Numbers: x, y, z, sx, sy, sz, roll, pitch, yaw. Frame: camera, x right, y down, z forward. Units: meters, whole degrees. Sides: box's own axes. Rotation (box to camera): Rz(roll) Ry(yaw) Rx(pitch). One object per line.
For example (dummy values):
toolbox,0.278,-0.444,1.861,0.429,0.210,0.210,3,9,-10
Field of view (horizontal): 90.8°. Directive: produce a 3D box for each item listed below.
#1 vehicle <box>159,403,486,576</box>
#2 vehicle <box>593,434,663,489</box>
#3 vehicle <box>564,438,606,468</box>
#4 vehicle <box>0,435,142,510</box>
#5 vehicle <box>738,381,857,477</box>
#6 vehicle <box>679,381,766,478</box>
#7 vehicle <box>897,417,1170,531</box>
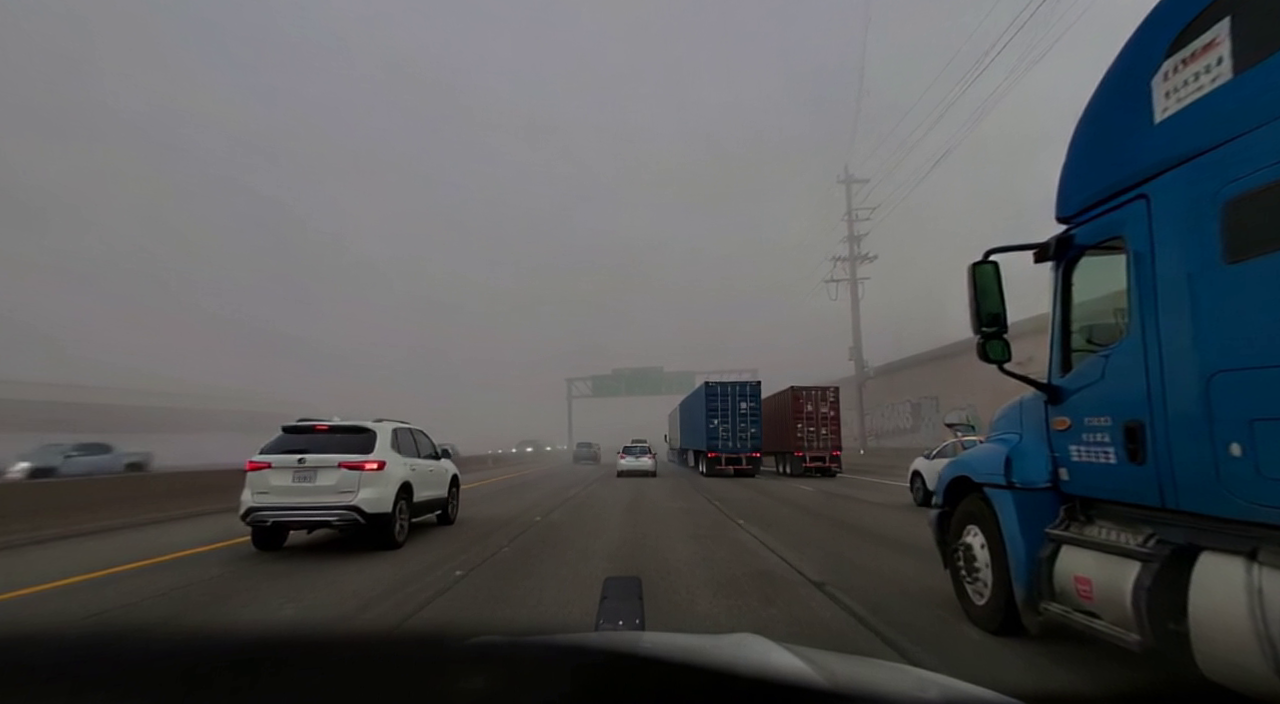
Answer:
vehicle,-3.925,1.801,9.046,2.264,1.804,4.584,0,-9,0
vehicle,-0.395,3.753,21.932,2.191,1.685,4.015,0,-9,0
vehicle,-3.506,6.571,41.233,2.243,1.820,4.473,0,-9,1
vehicle,-14.789,2.834,15.140,2.098,1.584,4.414,0,-9,0
vehicle,7.664,4.212,33.137,2.868,4.017,12.827,0,-9,0
vehicle,3.840,4.220,33.062,2.800,4.039,13.179,0,-9,0
vehicle,7.002,2.223,12.076,2.202,1.731,4.628,0,-9,0
